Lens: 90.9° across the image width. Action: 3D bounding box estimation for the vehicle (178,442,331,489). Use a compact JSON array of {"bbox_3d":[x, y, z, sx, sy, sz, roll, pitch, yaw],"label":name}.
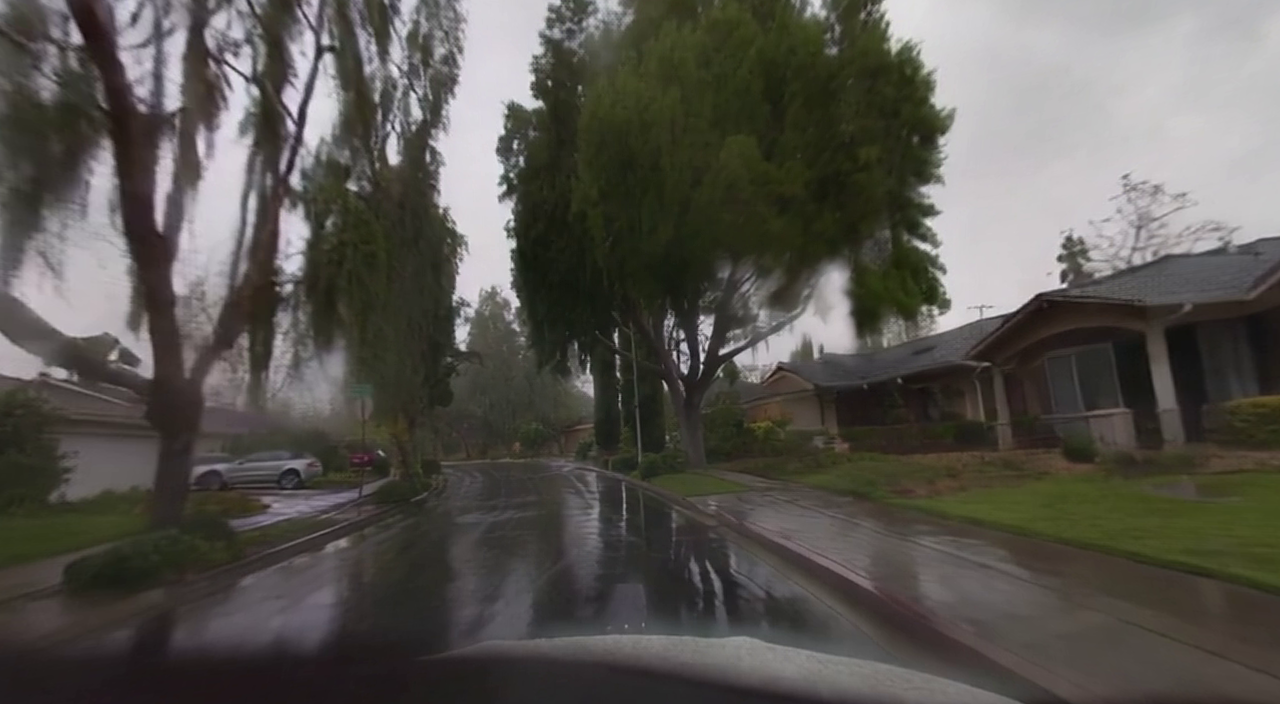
[{"bbox_3d":[-14.438,4.248,23.853,4.471,1.638,1.877,1,-8,-8],"label":"vehicle"}]
